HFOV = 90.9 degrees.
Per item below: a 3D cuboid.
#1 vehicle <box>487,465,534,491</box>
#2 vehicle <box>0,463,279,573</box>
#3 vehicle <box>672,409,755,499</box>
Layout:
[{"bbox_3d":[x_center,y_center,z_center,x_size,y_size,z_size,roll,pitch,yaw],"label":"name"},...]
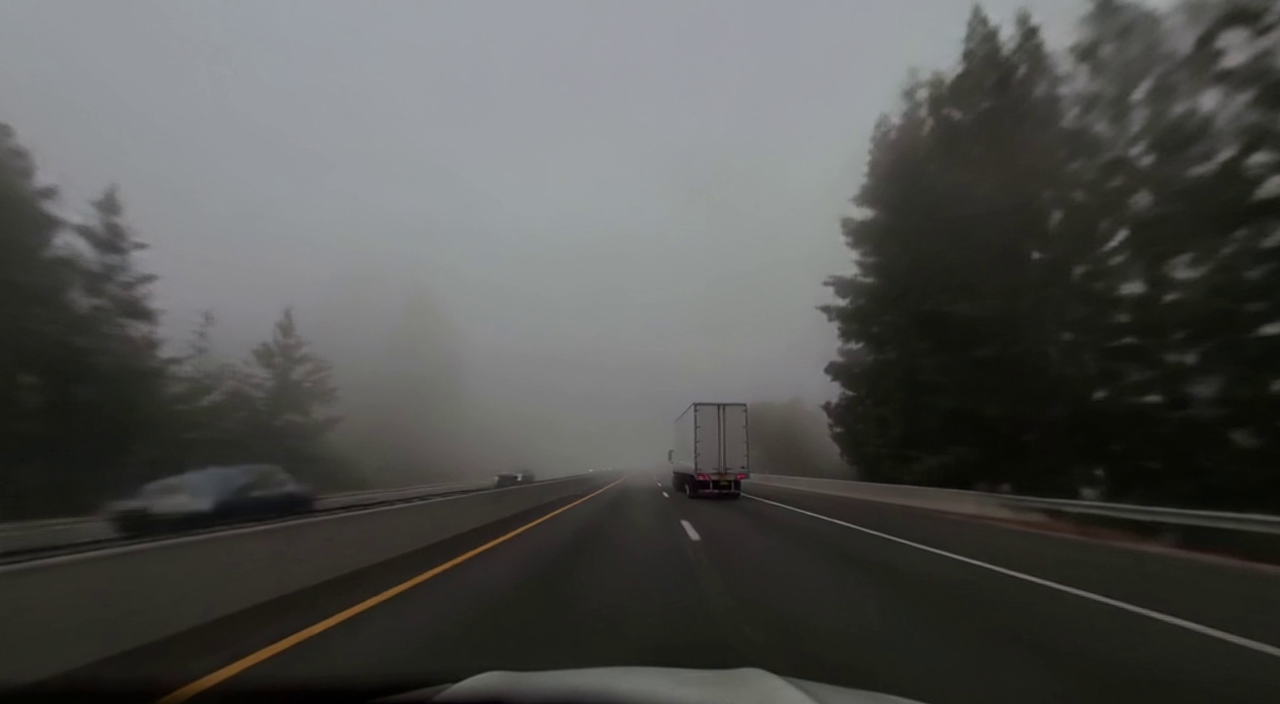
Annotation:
[{"bbox_3d":[-8.204,8.039,40.350,1.903,1.512,4.492,0,-10,1],"label":"vehicle"},{"bbox_3d":[-8.600,2.701,10.976,1.887,1.462,4.482,0,-10,1],"label":"vehicle"},{"bbox_3d":[3.745,5.939,36.027,3.204,4.102,13.306,0,-10,0],"label":"vehicle"}]
